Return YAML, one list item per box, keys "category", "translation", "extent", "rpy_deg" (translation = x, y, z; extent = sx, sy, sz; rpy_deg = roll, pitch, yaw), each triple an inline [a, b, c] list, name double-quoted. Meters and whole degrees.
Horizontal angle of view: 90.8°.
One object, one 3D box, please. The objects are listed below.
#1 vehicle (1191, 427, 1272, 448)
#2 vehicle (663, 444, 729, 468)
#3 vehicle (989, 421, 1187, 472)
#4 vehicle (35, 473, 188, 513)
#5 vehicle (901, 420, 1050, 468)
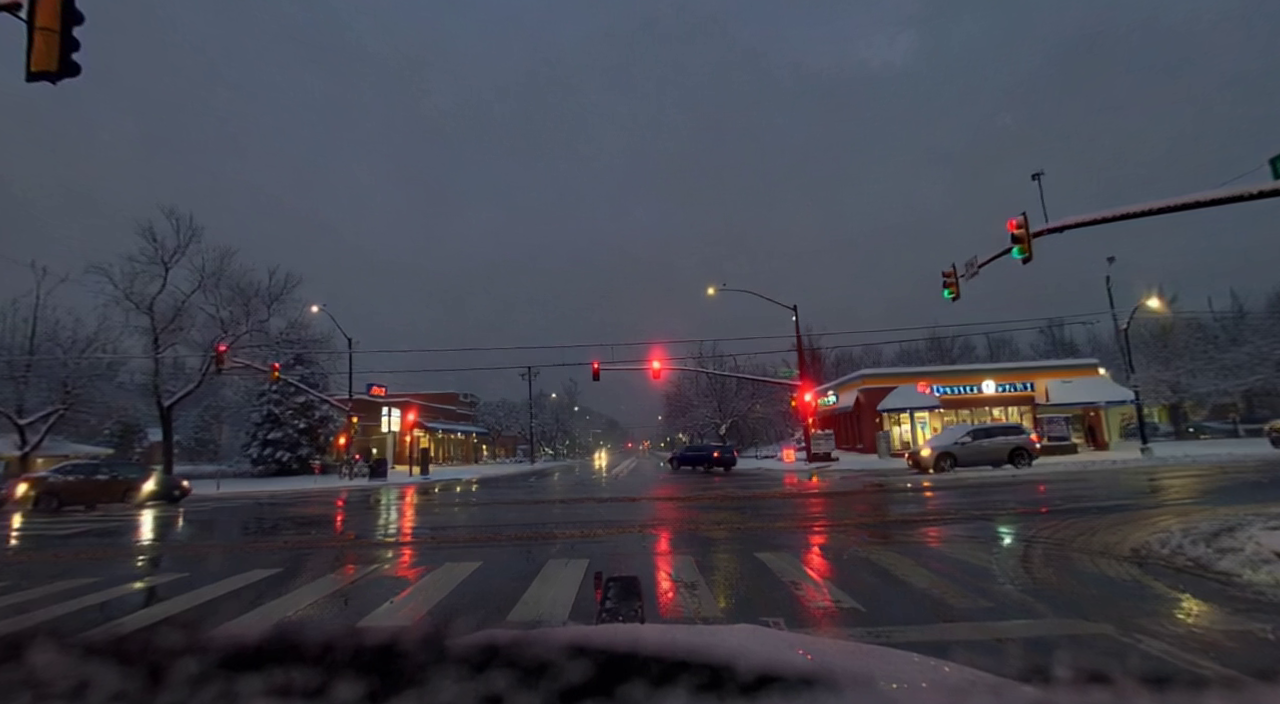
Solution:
- category: "vehicle"
  translation: [42.015, 6.064, 44.900]
  extent: [4.347, 1.446, 1.777]
  rpy_deg: [1, -9, -9]
- category: "vehicle"
  translation: [3.681, 6.982, 42.432]
  extent: [1.969, 1.491, 4.612]
  rpy_deg: [5, -10, -33]
- category: "vehicle"
  translation: [14.352, 3.098, 20.629]
  extent: [4.835, 1.487, 1.913]
  rpy_deg: [-4, -9, 20]
- category: "vehicle"
  translation: [-21.383, 5.701, 25.667]
  extent: [4.676, 1.463, 1.909]
  rpy_deg: [-1, -8, 6]
- category: "vehicle"
  translation: [13.031, 3.645, 24.948]
  extent: [4.916, 1.730, 1.986]
  rpy_deg: [-4, -9, 21]
